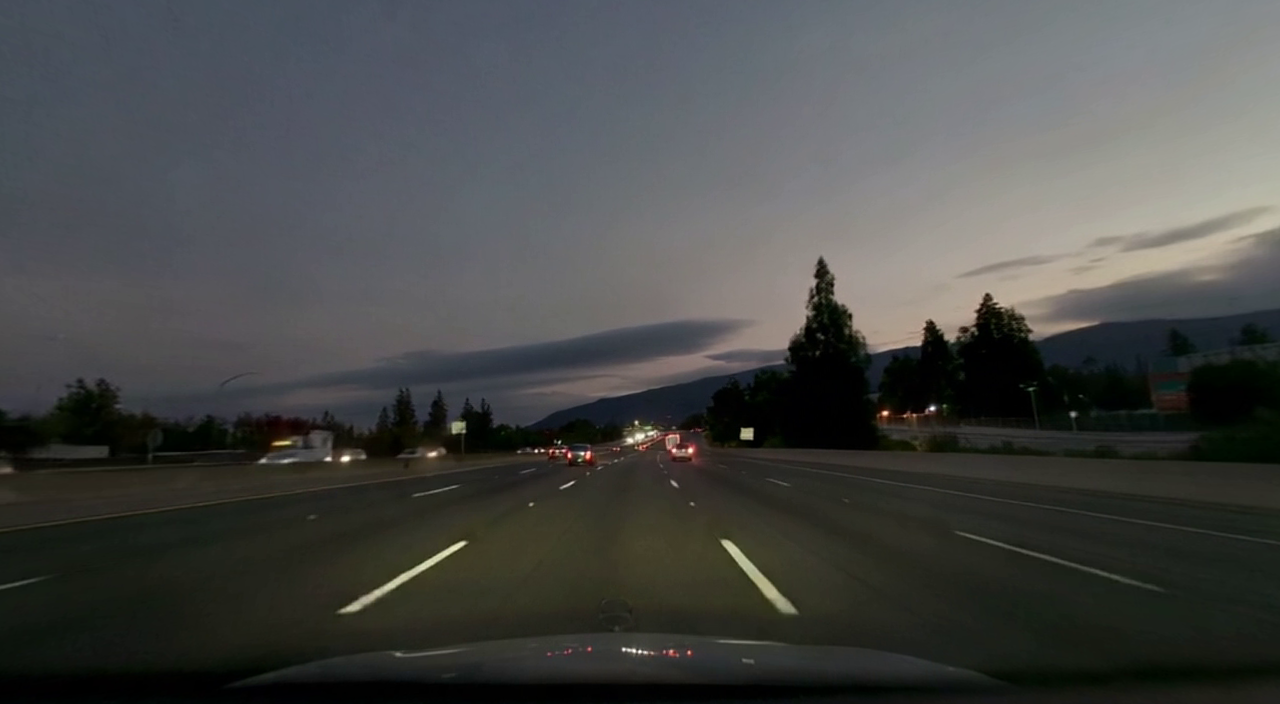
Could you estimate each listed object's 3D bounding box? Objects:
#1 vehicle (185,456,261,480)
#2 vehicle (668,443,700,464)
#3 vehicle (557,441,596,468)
[{"bbox_3d":[-27.684,7.691,42.165,1.841,1.457,4.742,0,-8,0],"label":"vehicle"},{"bbox_3d":[3.154,7.404,46.194,1.967,1.475,4.080,0,-8,-2],"label":"vehicle"},{"bbox_3d":[-4.291,7.009,43.416,2.179,1.693,4.204,0,-8,1],"label":"vehicle"}]
